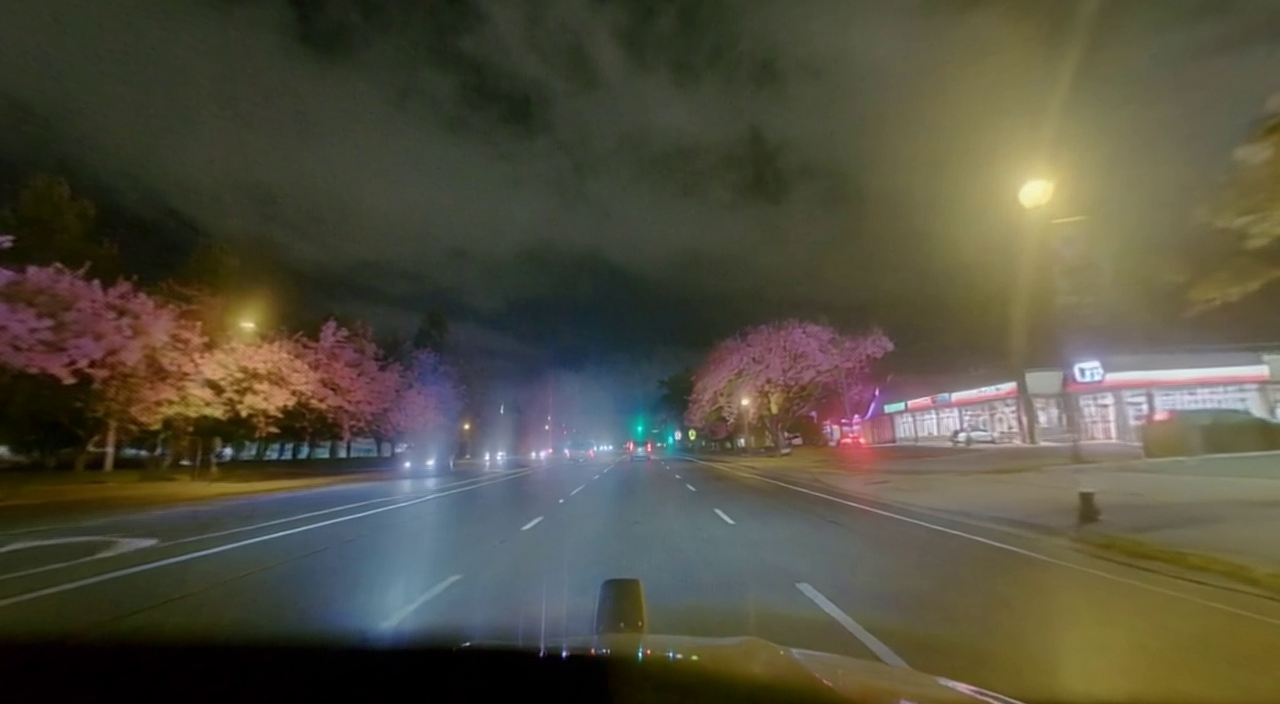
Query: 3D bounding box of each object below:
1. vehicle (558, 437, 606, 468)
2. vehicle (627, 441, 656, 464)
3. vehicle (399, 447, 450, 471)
[{"bbox_3d":[-3.566,6.336,39.730,2.453,1.844,4.751,0,-8,2],"label":"vehicle"},{"bbox_3d":[0.122,7.813,49.174,2.149,1.701,4.379,0,-8,0],"label":"vehicle"},{"bbox_3d":[-14.780,7.337,43.303,1.854,1.475,4.448,0,-8,1],"label":"vehicle"}]
